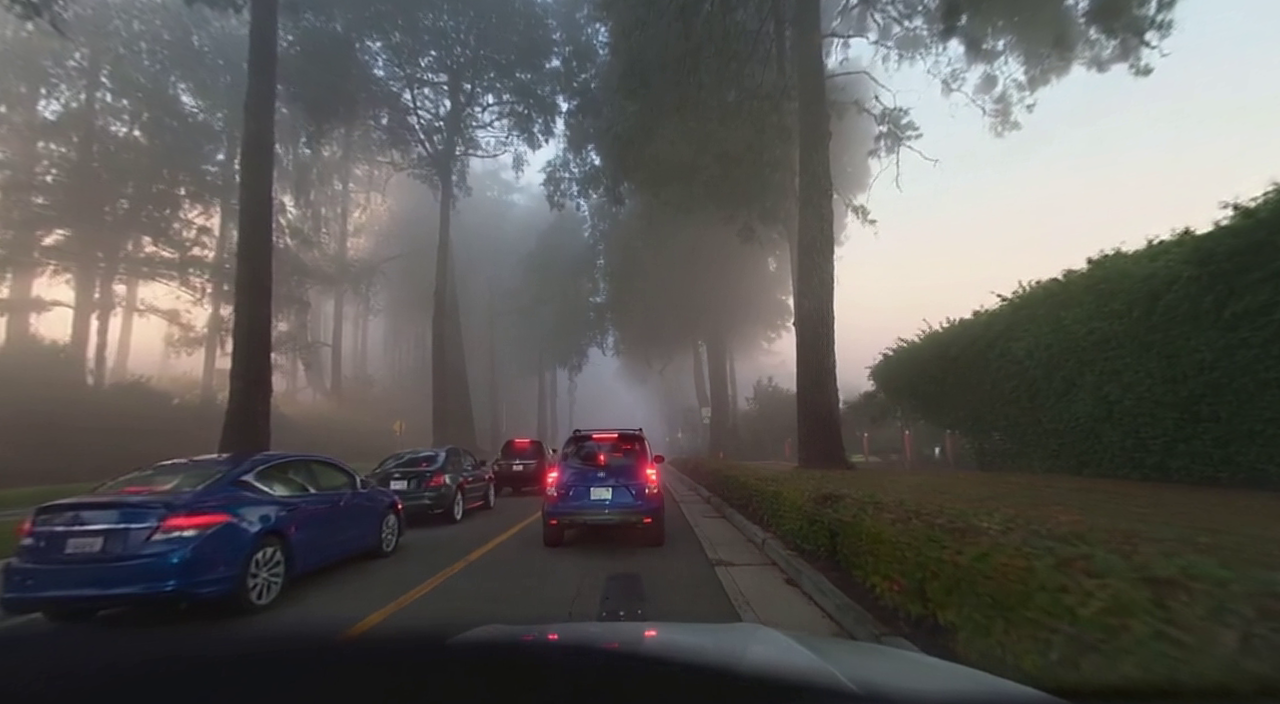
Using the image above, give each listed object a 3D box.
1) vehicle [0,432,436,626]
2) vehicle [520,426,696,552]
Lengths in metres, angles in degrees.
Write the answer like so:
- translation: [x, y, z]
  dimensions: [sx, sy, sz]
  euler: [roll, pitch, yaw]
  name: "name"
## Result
- translation: [-3.816, 1.610, 6.786]
  dimensions: [1.784, 1.408, 4.141]
  euler: [0, -8, 1]
  name: "vehicle"
- translation: [-0.416, 1.965, 9.757]
  dimensions: [2.127, 1.517, 4.090]
  euler: [0, -8, -1]
  name: "vehicle"
